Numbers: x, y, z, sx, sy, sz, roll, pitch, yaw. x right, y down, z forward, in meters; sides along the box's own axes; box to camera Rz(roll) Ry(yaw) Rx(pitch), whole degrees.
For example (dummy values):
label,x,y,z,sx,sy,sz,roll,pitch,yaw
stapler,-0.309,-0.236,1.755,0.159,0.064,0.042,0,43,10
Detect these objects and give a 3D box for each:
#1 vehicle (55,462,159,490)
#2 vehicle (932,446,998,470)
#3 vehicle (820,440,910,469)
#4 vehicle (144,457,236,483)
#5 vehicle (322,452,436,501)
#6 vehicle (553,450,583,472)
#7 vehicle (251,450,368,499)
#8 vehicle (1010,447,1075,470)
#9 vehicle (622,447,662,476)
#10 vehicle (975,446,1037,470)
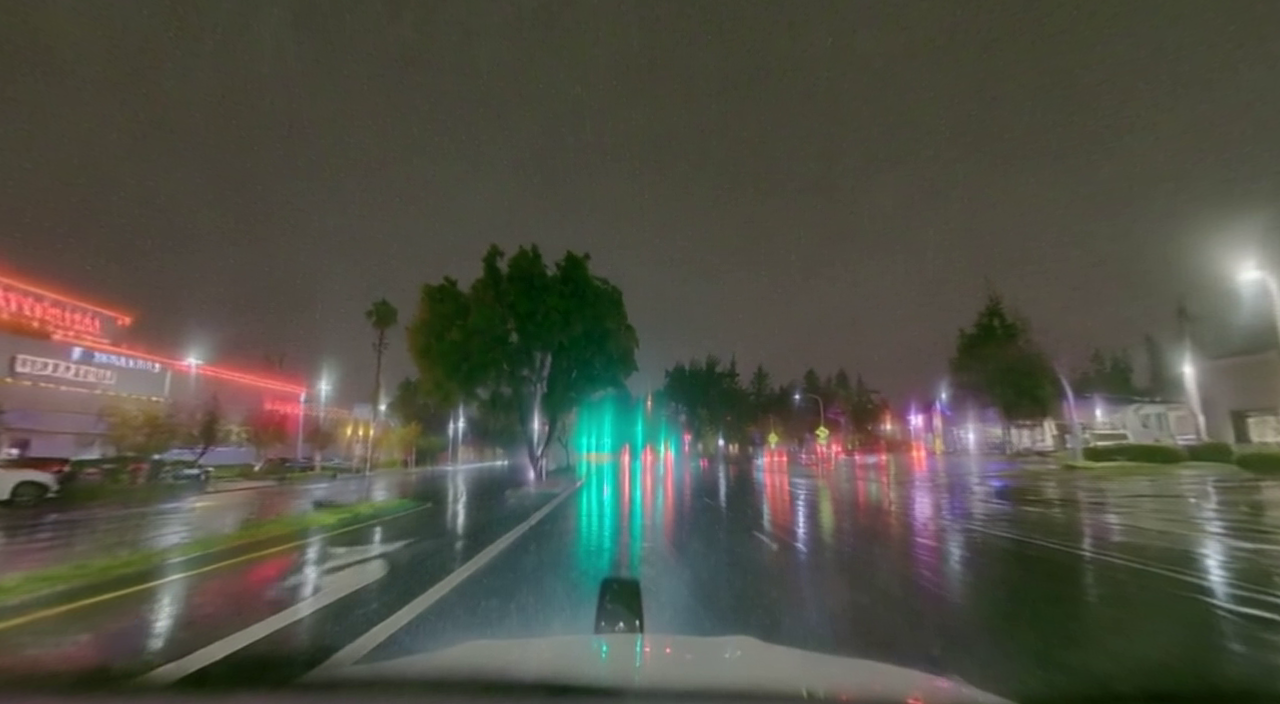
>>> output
label,x,y,z,sx,sy,sz,roll,pitch,yaw
vehicle,-30.047,6.993,35.551,4.189,1.385,1.832,1,-8,0
vehicle,22.671,7.419,44.121,1.955,1.499,4.687,-2,-9,-2
vehicle,15.685,7.179,44.012,5.466,1.861,2.135,-6,-11,31
vehicle,-29.322,7.705,41.145,4.367,1.613,2.004,0,-9,-3
vehicle,-9.075,4.331,22.371,2.072,1.483,4.619,0,-9,0
vehicle,-5.111,7.752,45.004,2.033,1.486,3.771,1,-9,-5
vehicle,-12.975,4.800,25.170,2.115,1.741,4.733,0,-9,0
vehicle,28.260,7.469,44.328,1.898,1.536,4.025,0,-9,0
vehicle,0.047,5.802,33.492,1.998,1.452,3.773,0,-9,-2
vehicle,25.631,7.422,44.185,1.883,1.524,4.065,-2,-10,1
